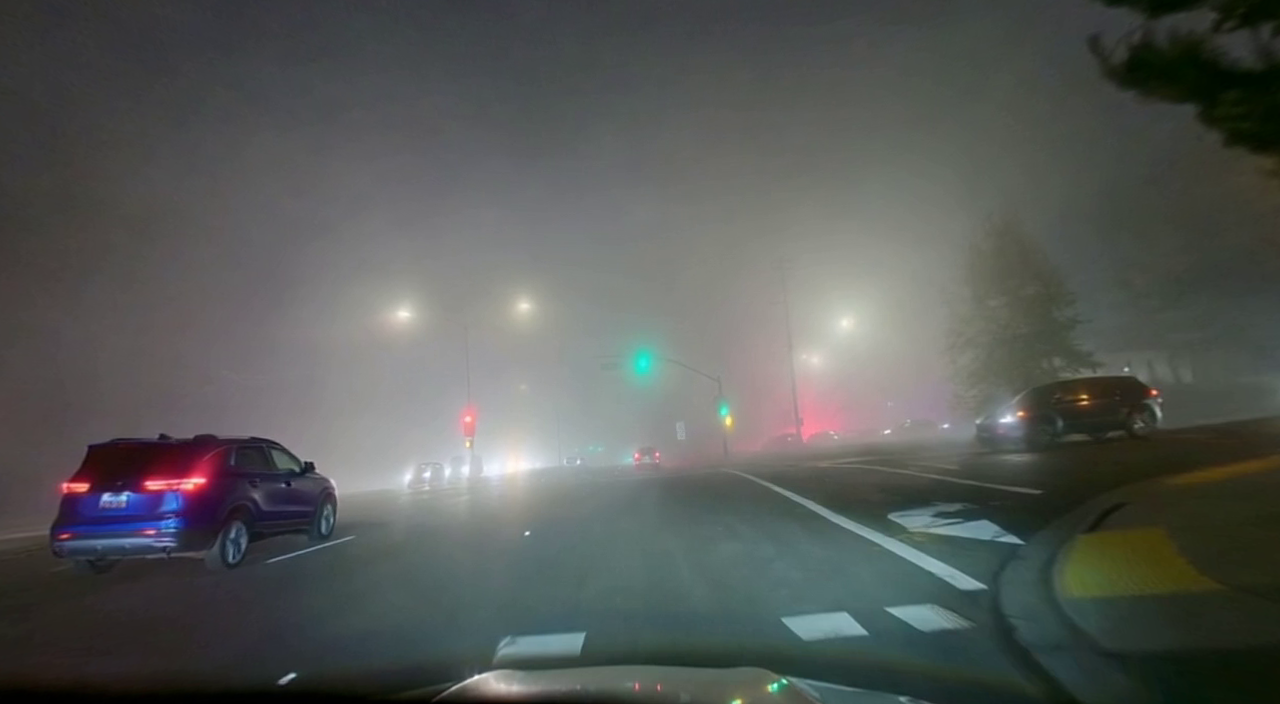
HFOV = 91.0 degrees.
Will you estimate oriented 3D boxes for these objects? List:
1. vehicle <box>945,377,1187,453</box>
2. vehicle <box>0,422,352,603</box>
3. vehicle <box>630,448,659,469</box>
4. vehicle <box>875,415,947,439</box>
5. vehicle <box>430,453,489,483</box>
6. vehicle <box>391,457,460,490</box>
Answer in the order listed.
[{"bbox_3d":[12.137,1.862,18.252,5.357,1.845,2.151,-2,-8,-1],"label":"vehicle"},{"bbox_3d":[-6.155,2.049,8.984,2.027,1.908,4.273,0,-9,0],"label":"vehicle"},{"bbox_3d":[0.281,8.012,47.439,2.091,1.494,3.962,0,-8,-1],"label":"vehicle"},{"bbox_3d":[19.004,5.328,44.380,1.947,1.477,4.661,7,-9,-20],"label":"vehicle"},{"bbox_3d":[-12.059,7.788,42.555,2.167,1.799,5.682,0,-9,1],"label":"vehicle"},{"bbox_3d":[-11.447,6.557,33.956,2.149,1.527,4.691,-1,-11,-1],"label":"vehicle"}]
